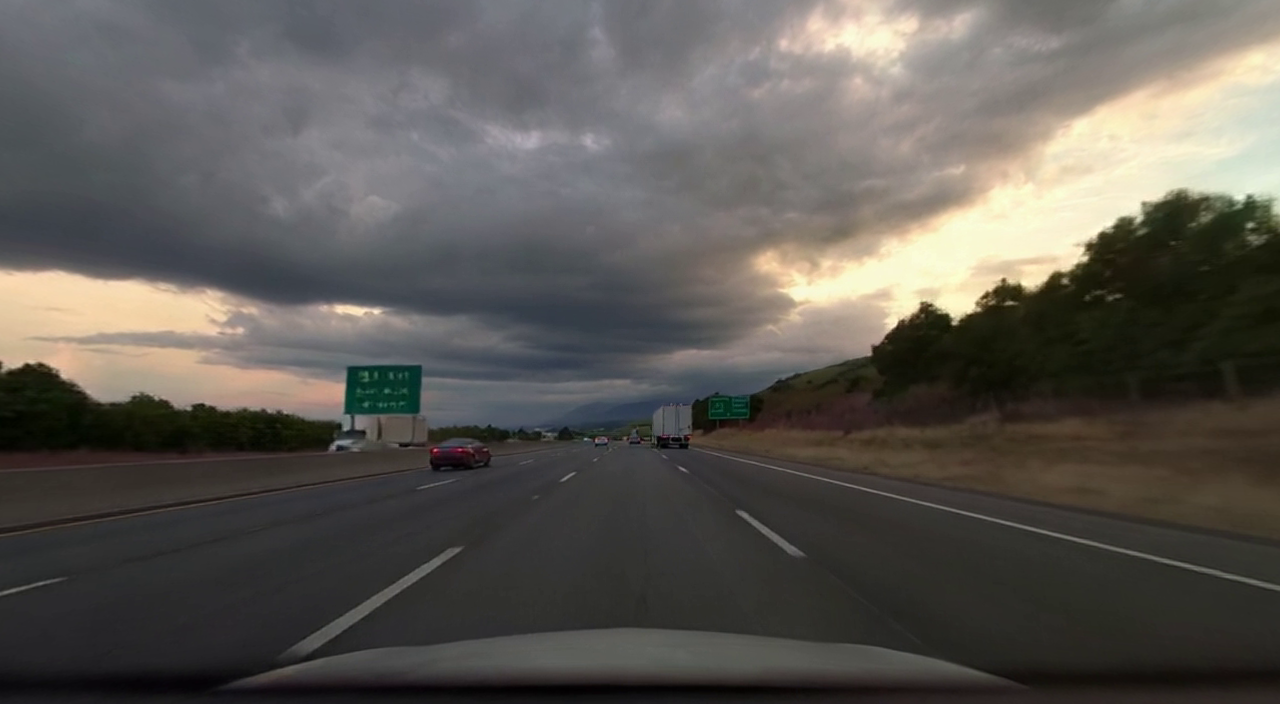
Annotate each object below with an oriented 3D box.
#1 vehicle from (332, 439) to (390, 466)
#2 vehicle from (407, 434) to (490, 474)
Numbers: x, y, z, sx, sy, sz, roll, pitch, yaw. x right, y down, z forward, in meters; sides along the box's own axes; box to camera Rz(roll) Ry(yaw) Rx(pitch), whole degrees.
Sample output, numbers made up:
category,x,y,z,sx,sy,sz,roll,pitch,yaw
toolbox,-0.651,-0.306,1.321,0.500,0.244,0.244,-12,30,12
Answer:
category,x,y,z,sx,sy,sz,roll,pitch,yaw
vehicle,-15.931,5.739,36.190,1.719,1.415,3.545,0,-8,-1
vehicle,-7.483,4.002,25.127,2.018,1.454,4.290,0,-8,-1
